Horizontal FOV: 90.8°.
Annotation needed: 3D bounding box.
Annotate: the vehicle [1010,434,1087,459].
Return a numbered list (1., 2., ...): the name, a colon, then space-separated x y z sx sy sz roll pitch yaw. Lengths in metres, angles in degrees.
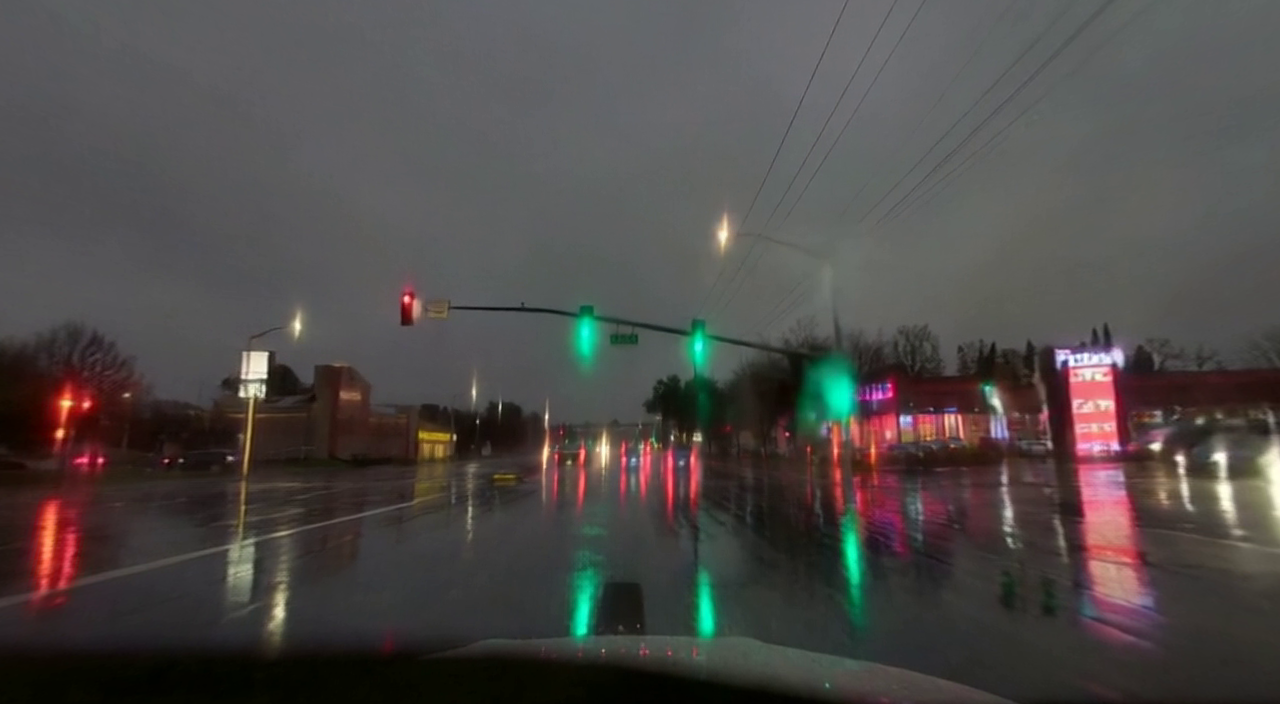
1. vehicle: 29.600 6.939 45.982 2.053 1.559 5.138 -2 -10 -2

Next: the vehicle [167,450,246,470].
1. vehicle: -33.668 8.400 49.151 4.544 1.515 2.218 -1 -9 3

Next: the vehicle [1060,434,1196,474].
1. vehicle: 20.825 4.370 27.297 1.967 1.540 4.966 0 -9 1

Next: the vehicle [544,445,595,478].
1. vehicle: -3.580 5.681 33.009 2.035 1.564 4.702 0 -9 1

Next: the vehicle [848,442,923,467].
1. vehicle: 16.122 6.701 41.372 4.673 1.555 2.010 5 -10 -30
